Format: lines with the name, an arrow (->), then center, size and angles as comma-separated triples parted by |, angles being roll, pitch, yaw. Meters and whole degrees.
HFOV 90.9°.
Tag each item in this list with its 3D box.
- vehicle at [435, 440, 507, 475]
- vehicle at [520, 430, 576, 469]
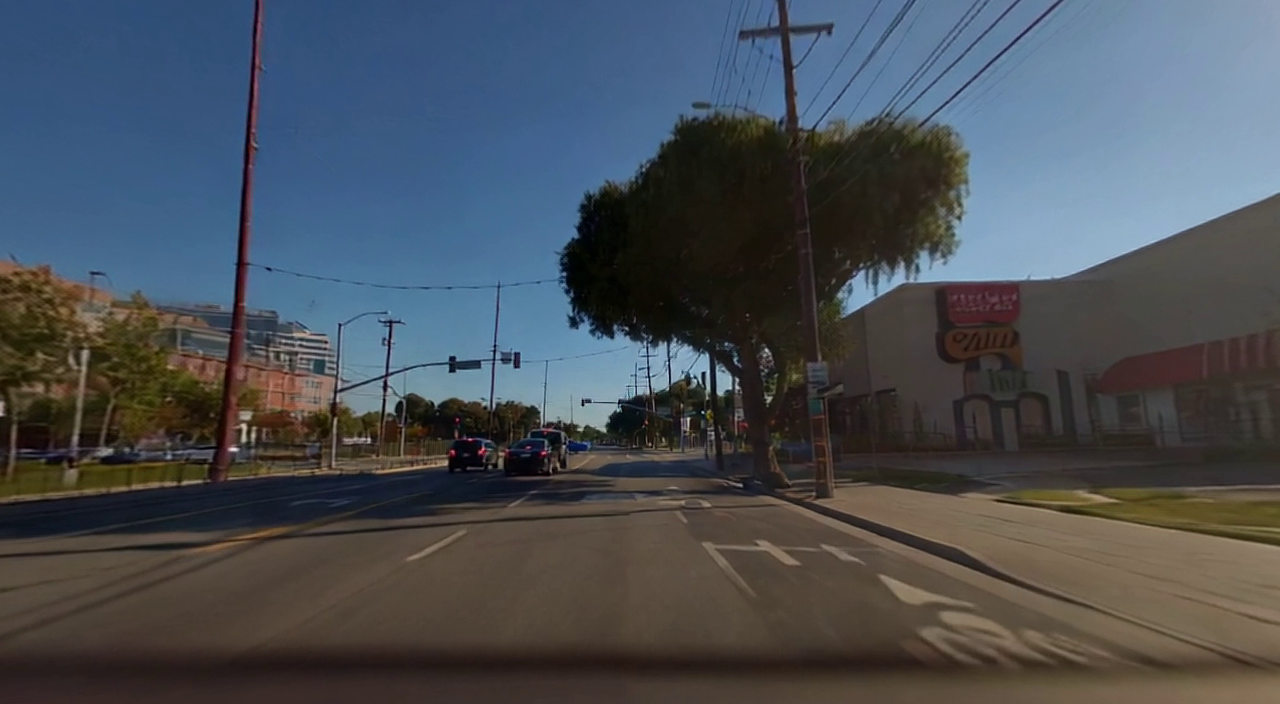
vehicle -> -7.455, 4.690, 28.284 | 2.010, 1.455, 4.271 | 0, -8, 1
vehicle -> -4.829, 5.198, 33.806 | 2.371, 1.926, 5.099 | 0, -8, -2
